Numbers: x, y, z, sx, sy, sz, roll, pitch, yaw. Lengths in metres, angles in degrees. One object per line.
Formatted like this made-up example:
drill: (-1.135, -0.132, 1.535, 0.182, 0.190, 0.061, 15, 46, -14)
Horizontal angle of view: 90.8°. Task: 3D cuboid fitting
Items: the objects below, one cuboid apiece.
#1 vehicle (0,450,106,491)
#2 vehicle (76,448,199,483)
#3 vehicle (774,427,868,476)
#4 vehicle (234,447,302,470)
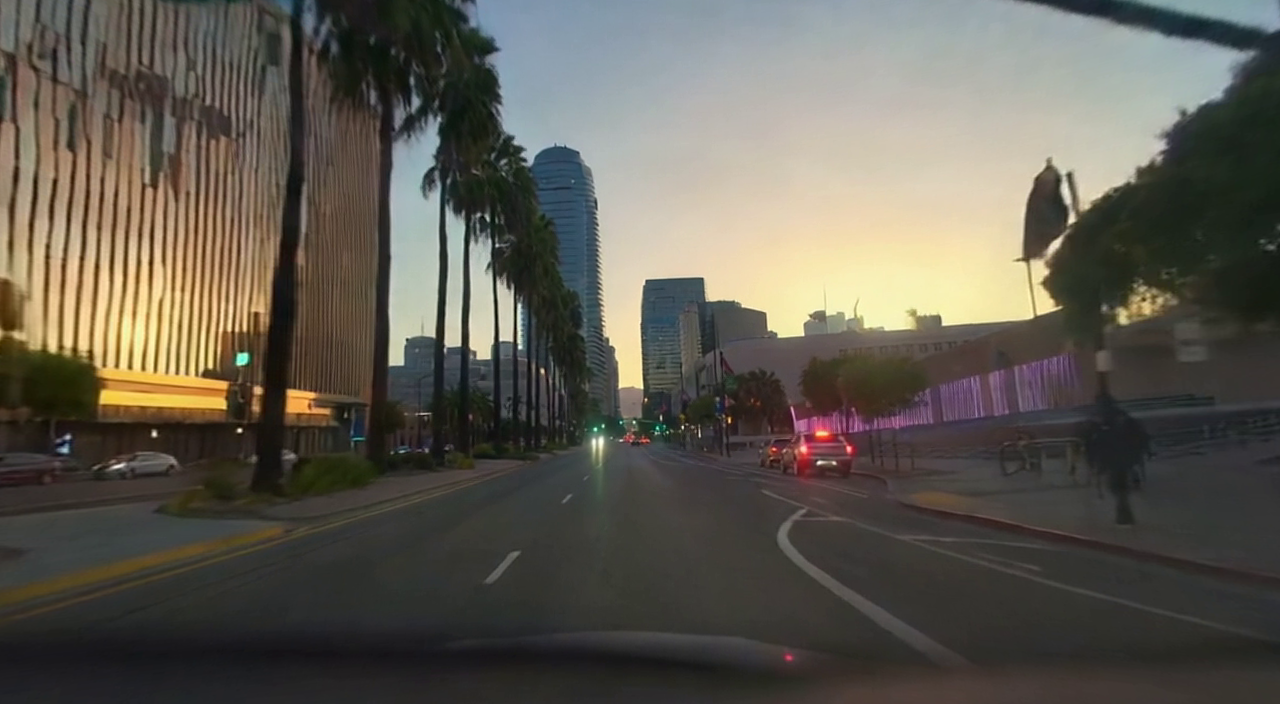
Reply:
vehicle: (-24.315, 4.694, 25.307, 1.792, 1.461, 4.569, 0, -8, 0)
vehicle: (-24.417, 5.498, 30.978, 1.905, 1.496, 4.960, -1, -8, 1)
vehicle: (6.987, 3.903, 24.930, 2.225, 1.727, 4.418, 0, -8, -2)
vehicle: (-24.575, 7.026, 41.952, 1.801, 1.444, 4.640, 0, -8, -2)
